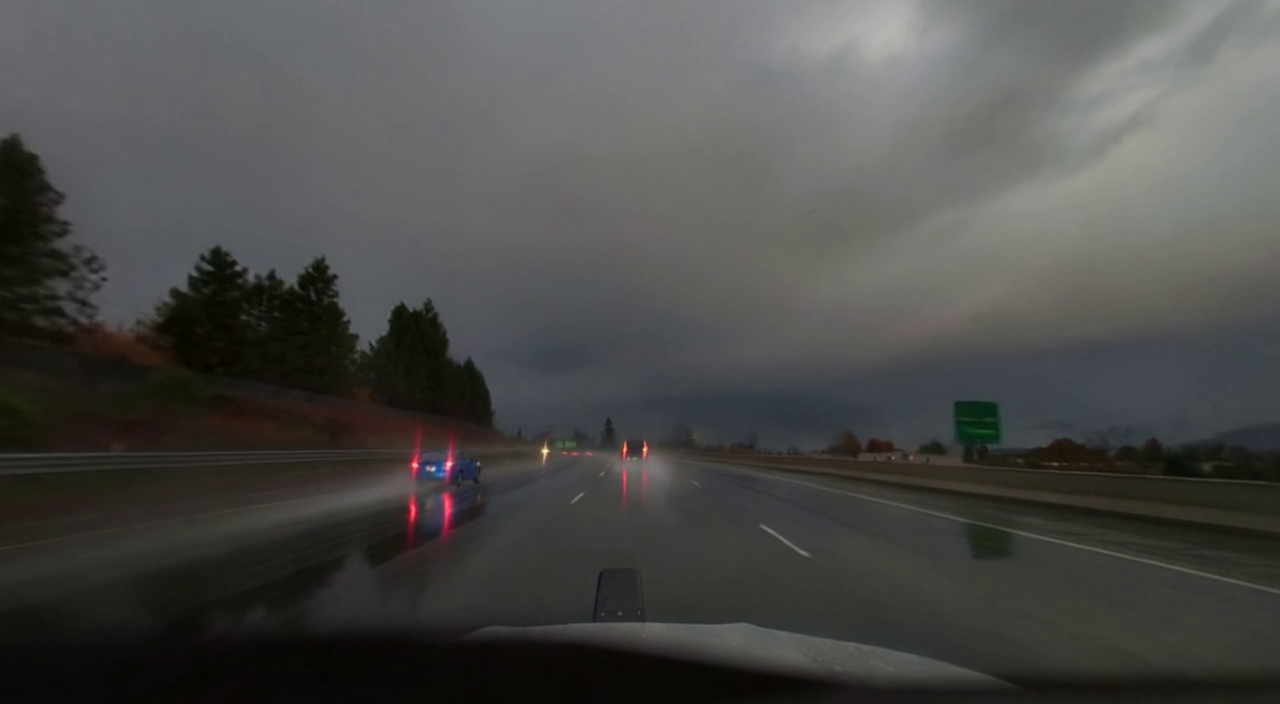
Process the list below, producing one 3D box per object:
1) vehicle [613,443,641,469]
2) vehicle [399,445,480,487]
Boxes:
[{"bbox_3d":[-1.044,8.021,48.863,1.990,1.878,4.079,0,-9,-3],"label":"vehicle"},{"bbox_3d":[-7.694,4.388,24.677,1.915,1.479,3.843,0,-9,-1],"label":"vehicle"}]
